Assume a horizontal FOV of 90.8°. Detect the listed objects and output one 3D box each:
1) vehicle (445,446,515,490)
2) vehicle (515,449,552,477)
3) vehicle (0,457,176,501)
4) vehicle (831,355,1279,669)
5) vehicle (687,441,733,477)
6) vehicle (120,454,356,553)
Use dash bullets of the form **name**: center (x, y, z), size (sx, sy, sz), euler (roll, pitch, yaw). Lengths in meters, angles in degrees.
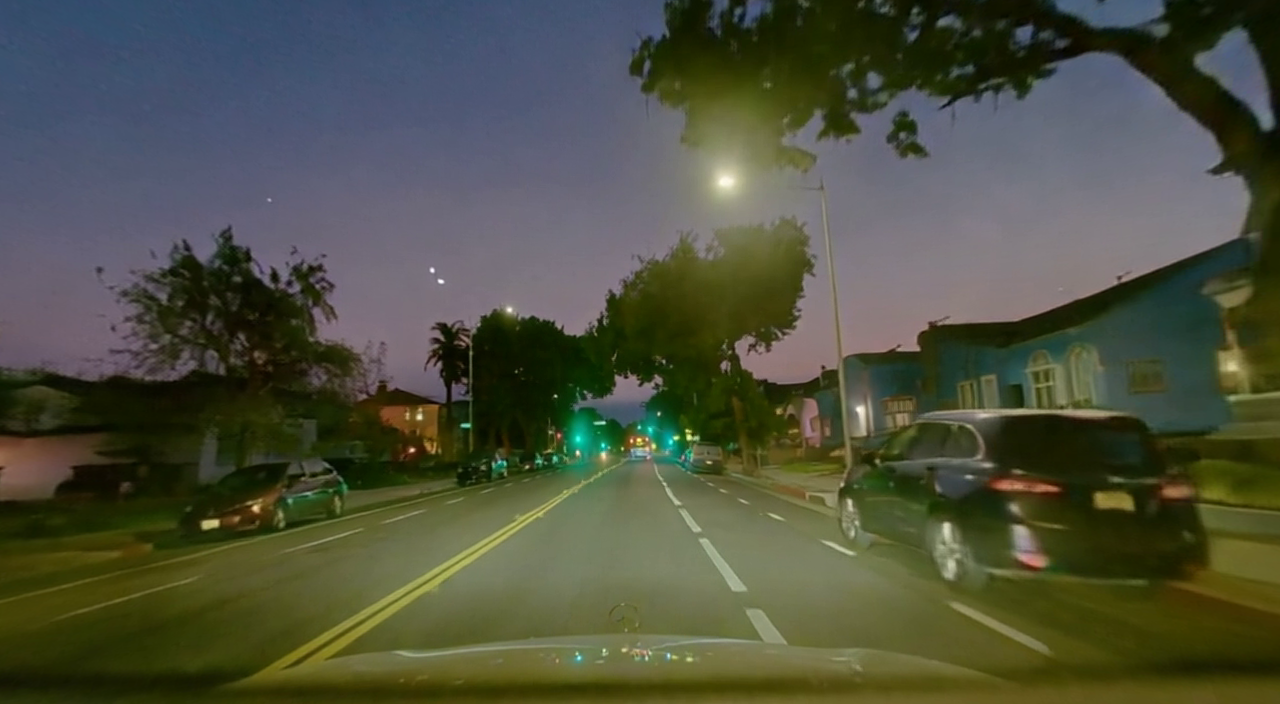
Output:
- **vehicle**: center (-8.181, 5.927, 32.853), size (2.094, 1.840, 5.450), euler (-7, -8, -1)
- **vehicle**: center (-7.985, 8.285, 47.555), size (1.898, 1.755, 4.603), euler (-5, -8, -1)
- **vehicle**: center (-20.167, 4.594, 23.083), size (4.721, 1.463, 2.275), euler (-1, -9, 5)
- **vehicle**: center (3.726, 1.385, 6.554), size (2.131, 1.995, 4.626), euler (3, -8, 1)
- **vehicle**: center (4.090, 6.298, 37.488), size (2.060, 1.833, 4.927), euler (4, -9, 0)
- **vehicle**: center (-8.265, 3.099, 13.729), size (1.921, 1.494, 4.884), euler (-4, -8, 1)
